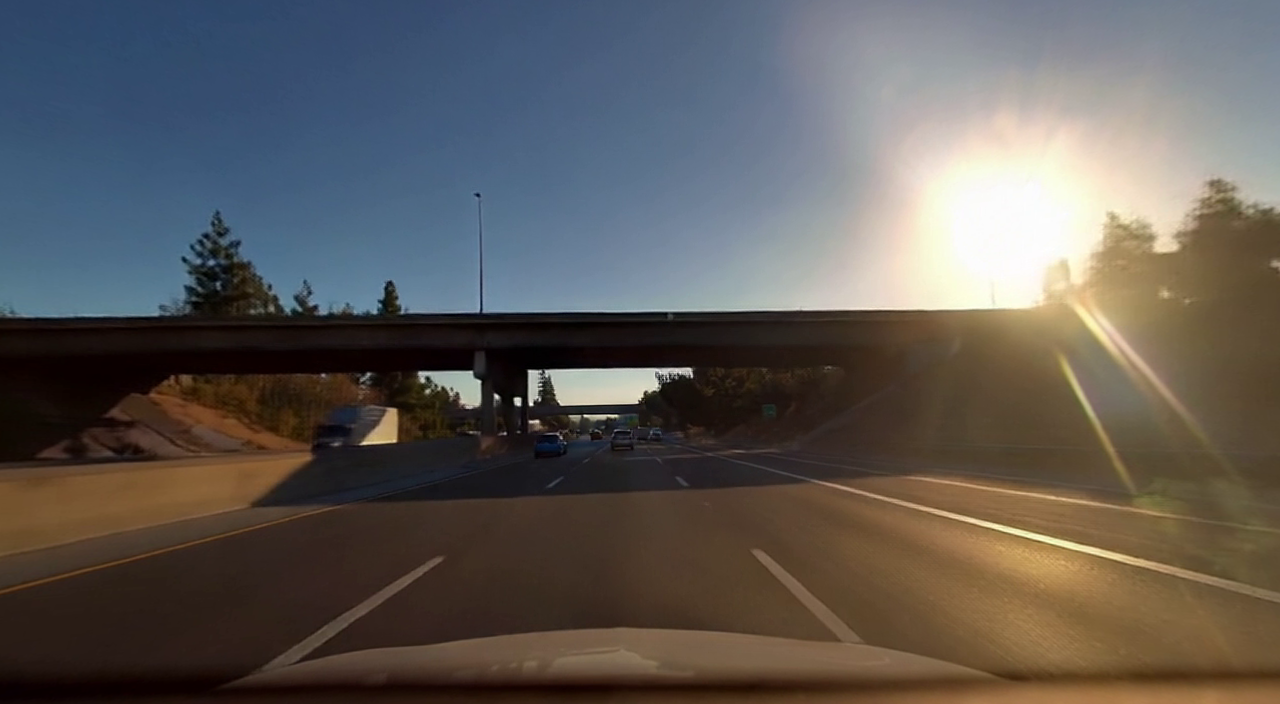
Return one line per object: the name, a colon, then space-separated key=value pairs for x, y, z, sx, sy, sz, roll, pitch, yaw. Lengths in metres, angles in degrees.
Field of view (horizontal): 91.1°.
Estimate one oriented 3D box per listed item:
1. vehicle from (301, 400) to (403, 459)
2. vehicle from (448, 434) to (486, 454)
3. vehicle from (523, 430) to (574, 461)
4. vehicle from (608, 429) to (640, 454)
vehicle: x=-20.831 y=5.761 z=46.322 sx=2.968 sy=3.835 sz=9.465 roll=0 pitch=-8 yaw=0
vehicle: x=-13.349 y=7.128 z=48.685 sx=1.875 sy=1.479 sz=3.819 roll=0 pitch=-8 yaw=1
vehicle: x=-4.804 y=4.949 z=33.561 sx=2.017 sy=1.537 sz=4.496 roll=0 pitch=-8 yaw=0
vehicle: x=-1.073 y=6.179 z=43.680 sx=2.116 sy=1.625 sz=4.004 roll=0 pitch=-8 yaw=0
